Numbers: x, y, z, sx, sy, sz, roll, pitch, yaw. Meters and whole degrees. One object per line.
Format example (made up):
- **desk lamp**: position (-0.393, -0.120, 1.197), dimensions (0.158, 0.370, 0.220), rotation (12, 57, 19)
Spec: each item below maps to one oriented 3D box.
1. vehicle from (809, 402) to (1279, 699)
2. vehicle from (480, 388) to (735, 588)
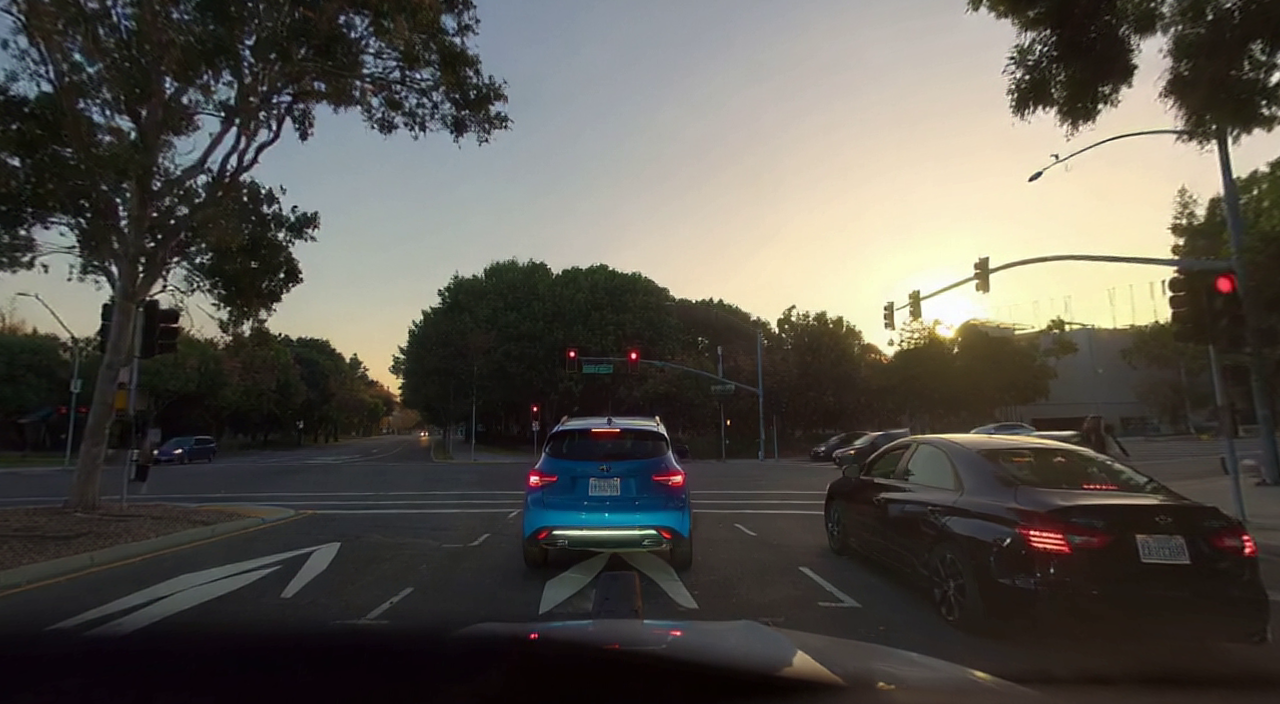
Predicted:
- **vehicle**: position (3.167, 1.402, 5.747), dimensions (1.932, 1.562, 4.629), rotation (0, -9, -1)
- **vehicle**: position (-0.349, 1.523, 7.797), dimensions (2.247, 1.760, 4.231), rotation (0, -9, -2)
